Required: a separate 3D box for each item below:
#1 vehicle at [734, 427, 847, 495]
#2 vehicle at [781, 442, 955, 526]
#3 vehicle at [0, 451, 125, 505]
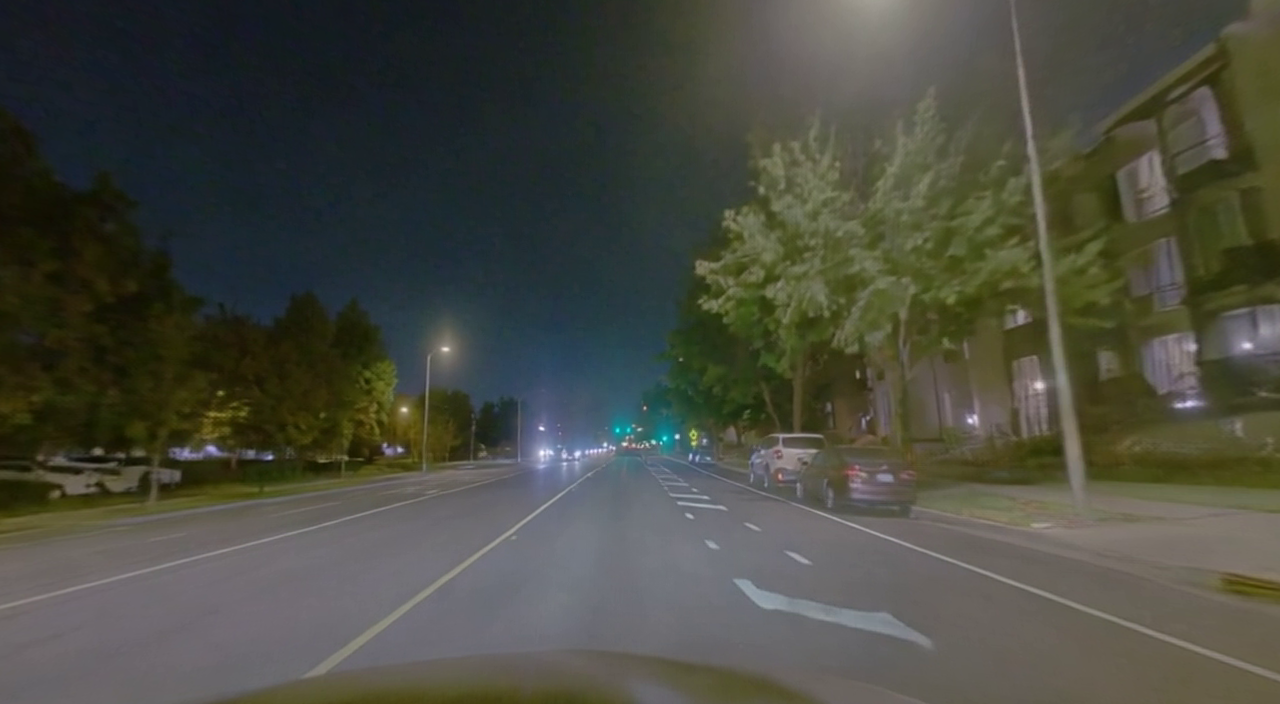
[{"bbox_3d":[4.514,3.356,19.884,2.115,1.843,5.141,0,-8,-2],"label":"vehicle"},{"bbox_3d":[4.426,2.607,13.112,1.935,1.433,4.241,0,-8,-2],"label":"vehicle"},{"bbox_3d":[-23.204,4.719,23.814,5.368,1.867,2.307,4,-9,-28],"label":"vehicle"}]
